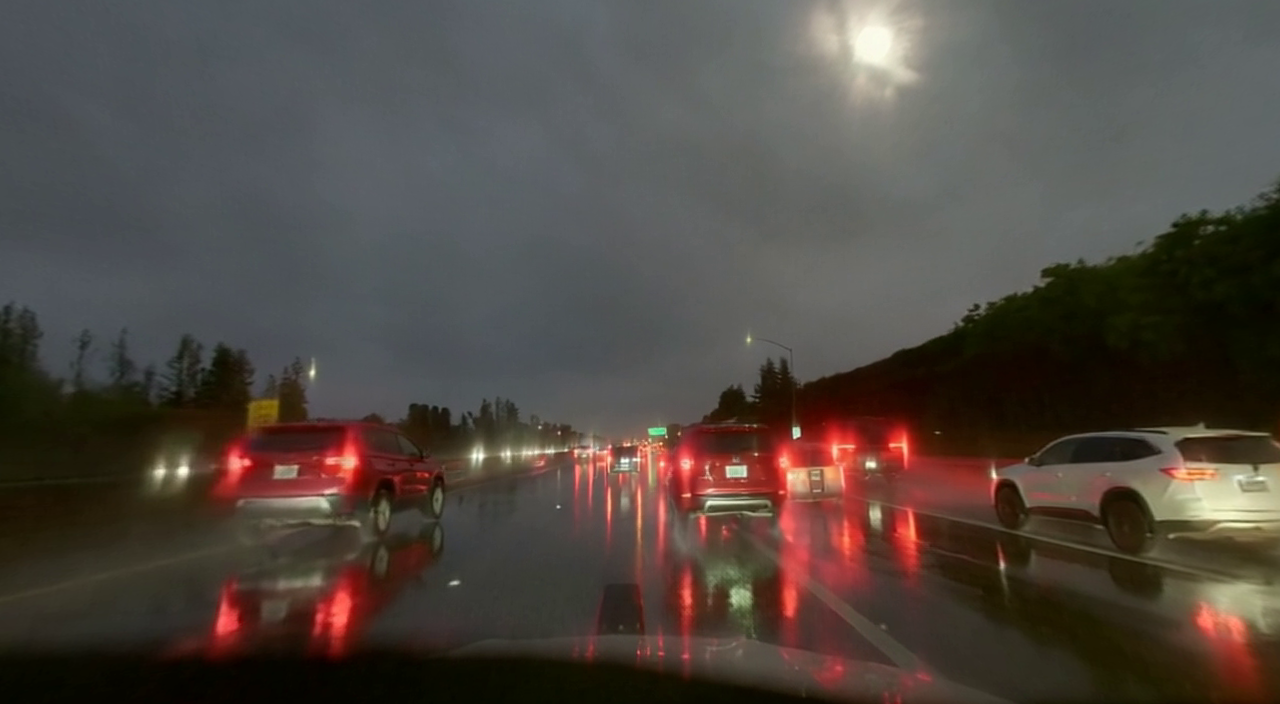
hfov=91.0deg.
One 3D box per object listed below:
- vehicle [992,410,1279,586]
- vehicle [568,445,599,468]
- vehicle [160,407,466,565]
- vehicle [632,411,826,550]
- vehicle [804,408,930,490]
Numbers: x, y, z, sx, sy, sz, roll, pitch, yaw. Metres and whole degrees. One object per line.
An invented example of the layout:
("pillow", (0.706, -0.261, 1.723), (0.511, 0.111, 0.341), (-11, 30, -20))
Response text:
("vehicle", (6.919, 1.724, 8.245), (1.972, 1.647, 4.429), (0, -9, -1))
("vehicle", (-4.195, 7.841, 47.413), (1.889, 1.600, 4.043), (0, -9, 1))
("vehicle", (-4.304, 1.856, 9.419), (2.047, 1.755, 4.638), (0, -9, 0))
("vehicle", (1.120, 1.938, 10.073), (2.230, 1.740, 3.976), (1, -9, -4))
("vehicle", (7.821, 3.463, 22.541), (2.390, 2.503, 5.788), (0, -9, 1))
